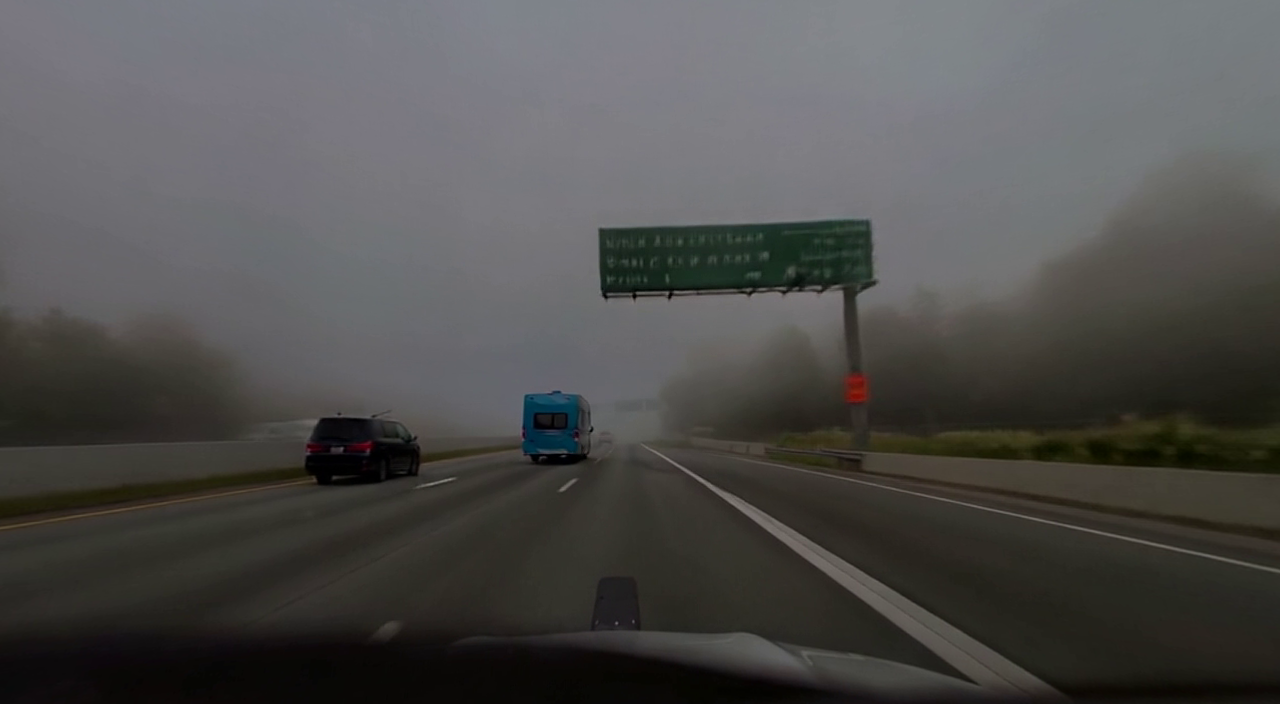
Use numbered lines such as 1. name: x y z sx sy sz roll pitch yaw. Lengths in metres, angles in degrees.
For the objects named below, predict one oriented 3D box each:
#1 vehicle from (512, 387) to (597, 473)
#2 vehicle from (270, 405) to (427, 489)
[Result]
1. vehicle: -3.544 3.470 27.921 2.676 3.269 7.388 0 -7 0
2. vehicle: -7.283 2.410 16.328 2.045 1.873 4.202 0 -7 0
